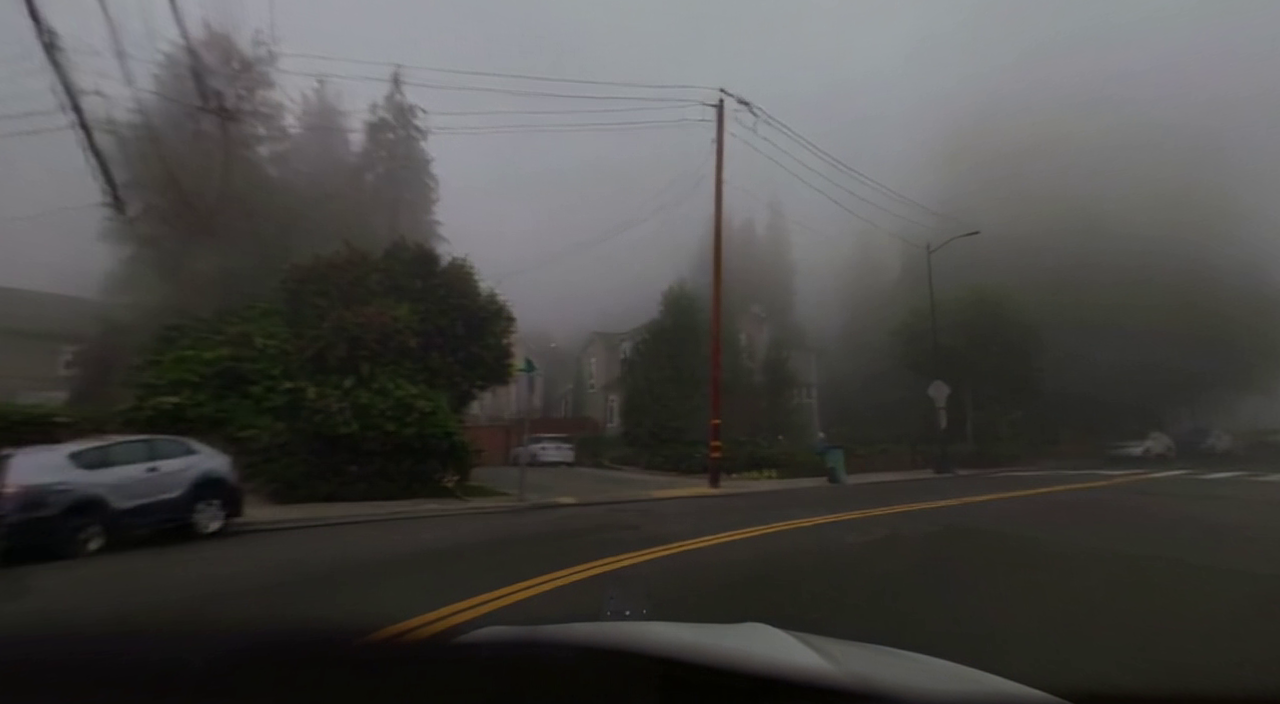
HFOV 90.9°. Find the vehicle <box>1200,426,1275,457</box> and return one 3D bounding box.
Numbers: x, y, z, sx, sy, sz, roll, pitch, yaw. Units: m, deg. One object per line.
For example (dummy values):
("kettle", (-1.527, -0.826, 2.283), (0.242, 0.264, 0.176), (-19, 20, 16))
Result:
("vehicle", (37.876, 5.692, 39.892), (5.370, 1.799, 2.120), (5, -11, -34))

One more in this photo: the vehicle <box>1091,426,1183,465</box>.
("vehicle", (24.459, 4.580, 30.990), (4.437, 1.695, 2.027), (5, -13, -33))

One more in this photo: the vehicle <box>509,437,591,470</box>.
("vehicle", (-4.617, 5.168, 32.284), (3.784, 1.532, 1.650), (3, -9, -28))
